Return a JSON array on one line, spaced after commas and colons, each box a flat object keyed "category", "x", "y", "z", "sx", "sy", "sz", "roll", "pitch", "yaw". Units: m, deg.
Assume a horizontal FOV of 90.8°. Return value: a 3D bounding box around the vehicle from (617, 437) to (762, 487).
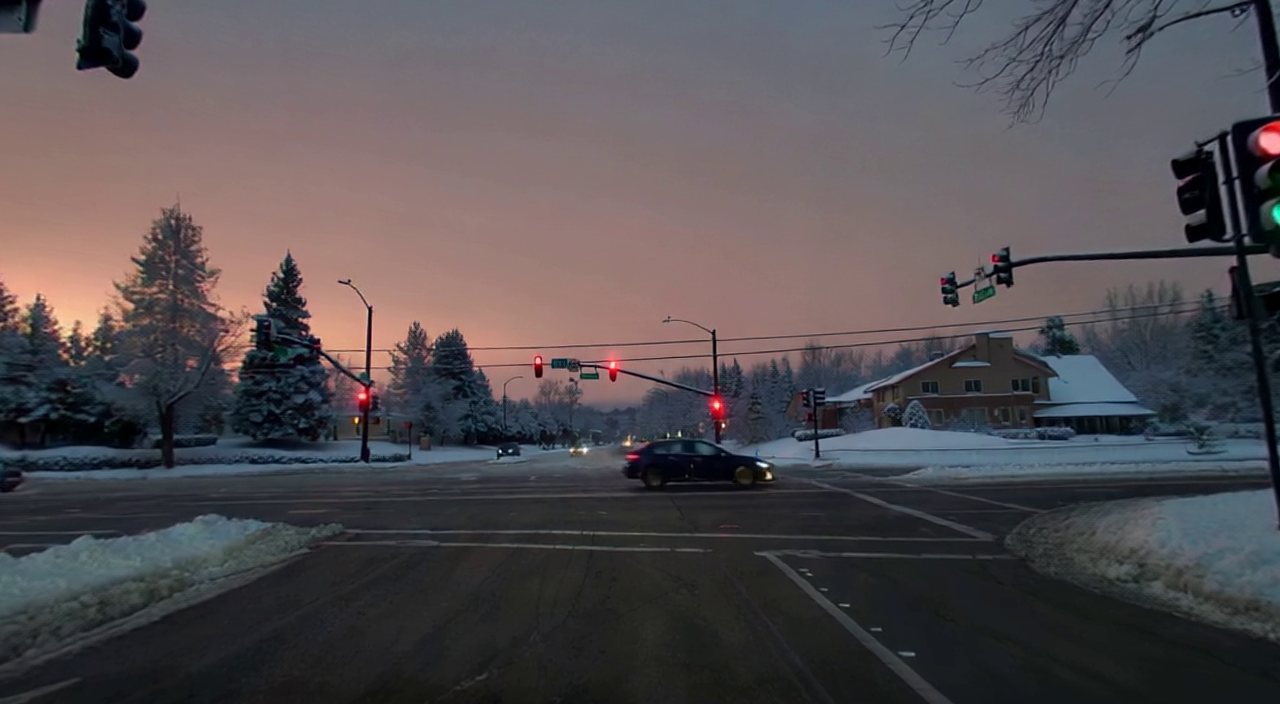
[{"category": "vehicle", "x": 1.683, "y": 3.786, "z": 21.836, "sx": 4.734, "sy": 1.585, "sz": 1.940, "roll": -1, "pitch": -8, "yaw": 5}]
